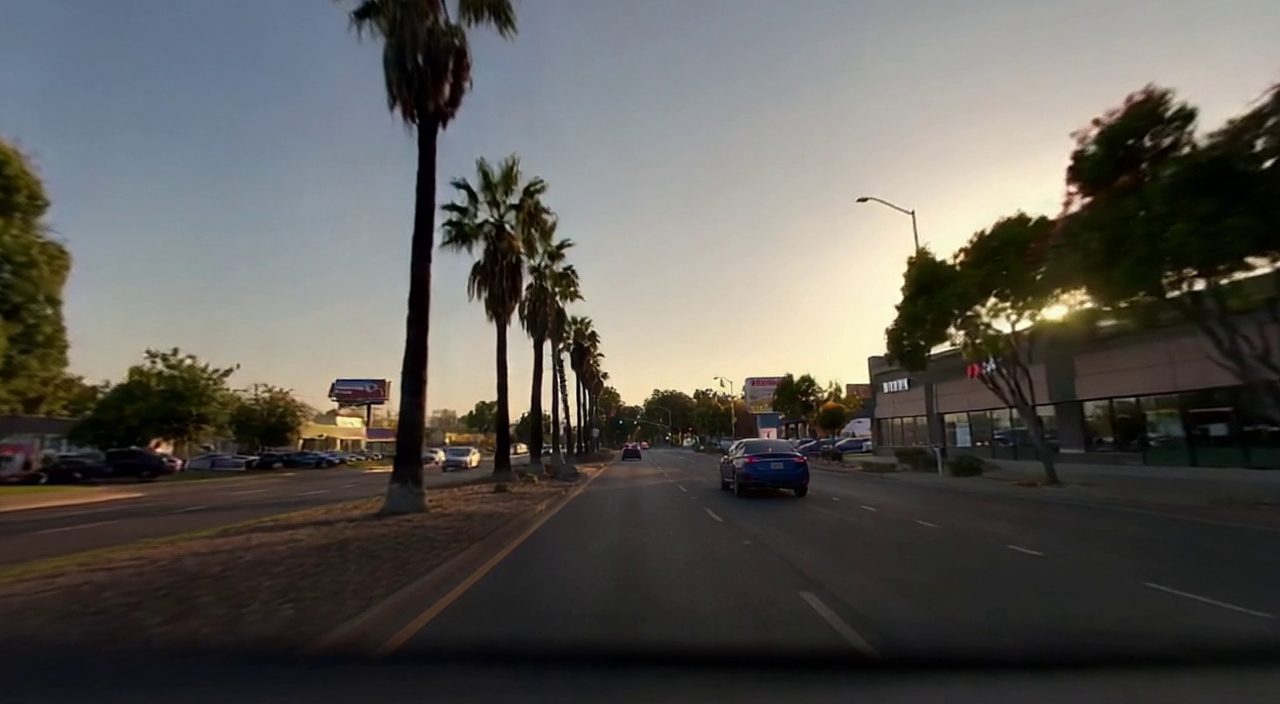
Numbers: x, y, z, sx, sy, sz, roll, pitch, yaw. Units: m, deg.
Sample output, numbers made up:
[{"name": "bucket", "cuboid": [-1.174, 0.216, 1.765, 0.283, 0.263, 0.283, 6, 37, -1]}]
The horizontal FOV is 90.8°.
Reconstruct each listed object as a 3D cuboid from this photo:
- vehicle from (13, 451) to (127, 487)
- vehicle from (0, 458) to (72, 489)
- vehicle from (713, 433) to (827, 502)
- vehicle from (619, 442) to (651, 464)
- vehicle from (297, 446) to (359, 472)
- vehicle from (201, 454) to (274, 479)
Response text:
[{"name": "vehicle", "cuboid": [-32.692, 6.662, 36.423, 4.634, 1.870, 2.177, 7, -11, -39]}, {"name": "vehicle", "cuboid": [-32.583, 6.265, 32.567, 1.895, 1.500, 4.615, -8, -12, 44]}, {"name": "vehicle", "cuboid": [3.176, 2.916, 16.404, 1.889, 1.541, 4.303, 0, -8, -2]}, {"name": "vehicle", "cuboid": [-0.440, 7.407, 46.420, 2.258, 1.468, 4.076, 0, -8, -2]}, {"name": "vehicle", "cuboid": [-24.326, 8.338, 49.570, 2.112, 1.821, 5.960, -2, -8, -2]}, {"name": "vehicle", "cuboid": [-27.581, 7.838, 43.517, 1.816, 1.498, 4.698, -1, -8, 2]}]
